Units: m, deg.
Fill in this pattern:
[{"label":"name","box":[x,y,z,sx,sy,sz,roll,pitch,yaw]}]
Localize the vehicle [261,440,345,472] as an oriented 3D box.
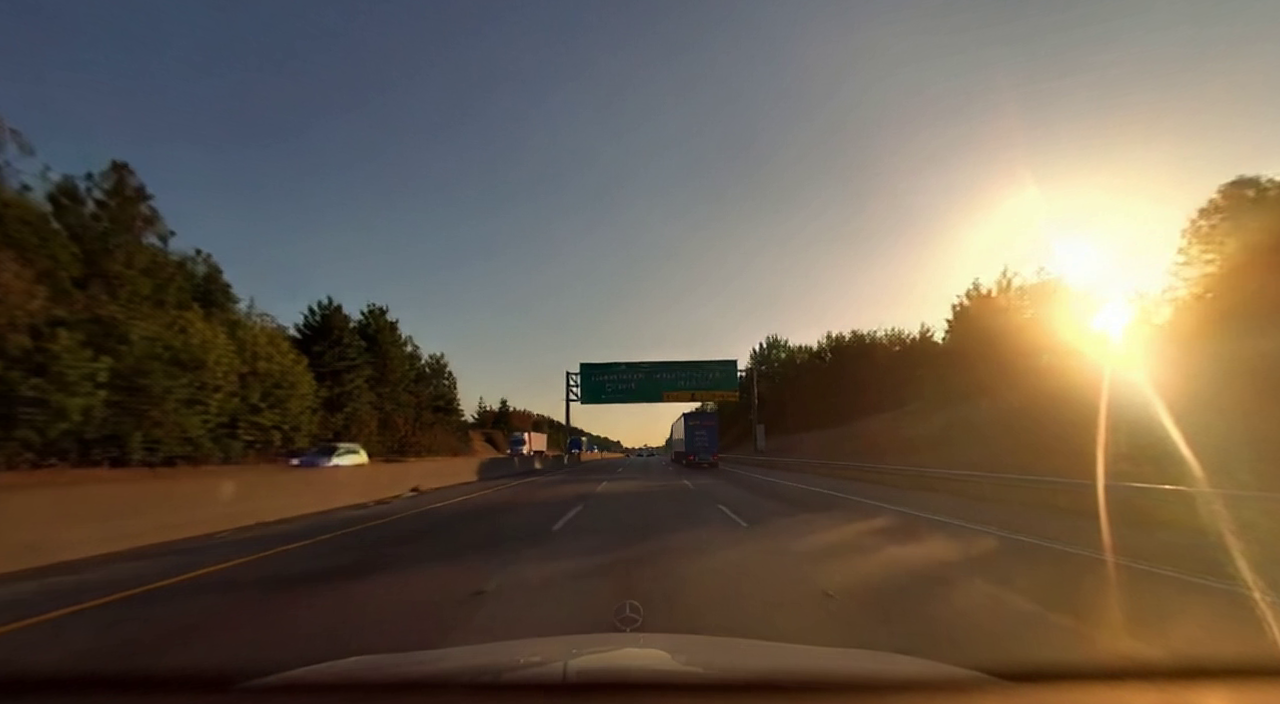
[{"label":"vehicle","box":[-17.502,5.418,33.003,1.874,1.526,4.423,0,-9,1]}]
